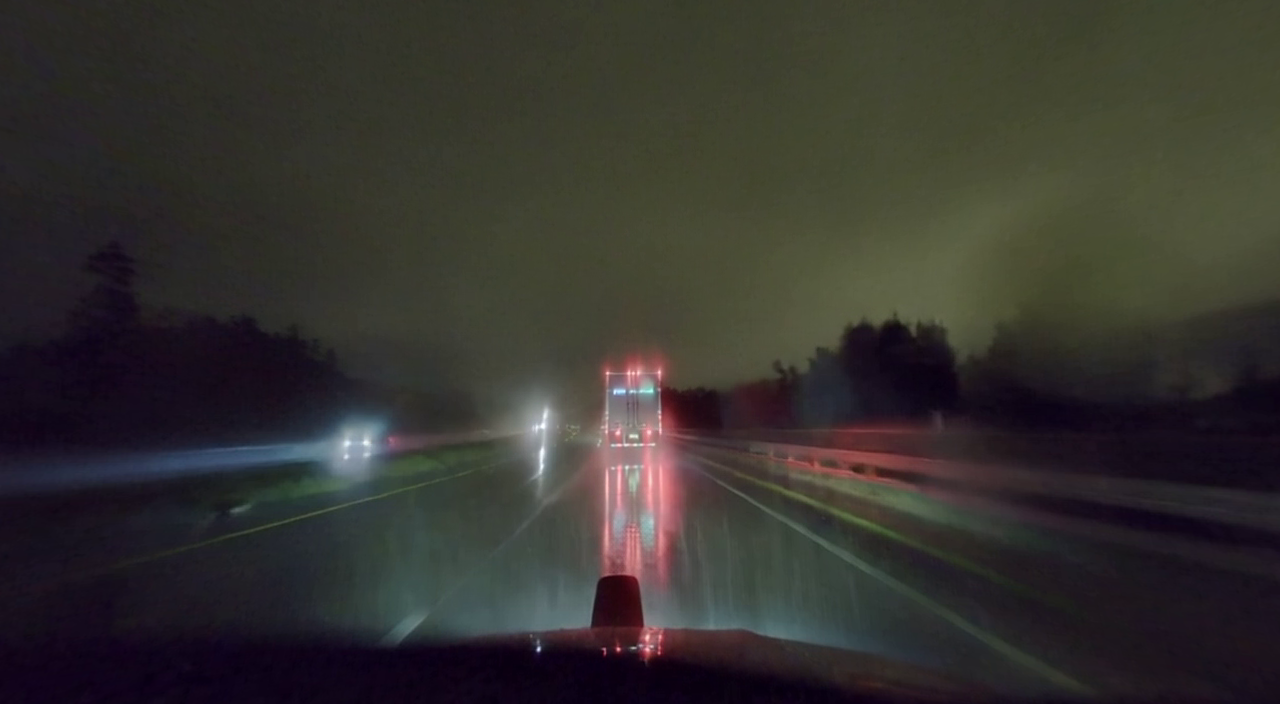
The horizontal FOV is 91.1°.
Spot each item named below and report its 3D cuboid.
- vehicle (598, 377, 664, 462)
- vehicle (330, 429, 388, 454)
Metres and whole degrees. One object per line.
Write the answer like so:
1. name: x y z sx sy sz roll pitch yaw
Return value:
1. vehicle: -0.633 3.828 34.500 3.023 3.965 10.402 0 -8 -2
2. vehicle: -18.340 5.849 41.320 1.879 1.515 4.554 0 -8 -2
